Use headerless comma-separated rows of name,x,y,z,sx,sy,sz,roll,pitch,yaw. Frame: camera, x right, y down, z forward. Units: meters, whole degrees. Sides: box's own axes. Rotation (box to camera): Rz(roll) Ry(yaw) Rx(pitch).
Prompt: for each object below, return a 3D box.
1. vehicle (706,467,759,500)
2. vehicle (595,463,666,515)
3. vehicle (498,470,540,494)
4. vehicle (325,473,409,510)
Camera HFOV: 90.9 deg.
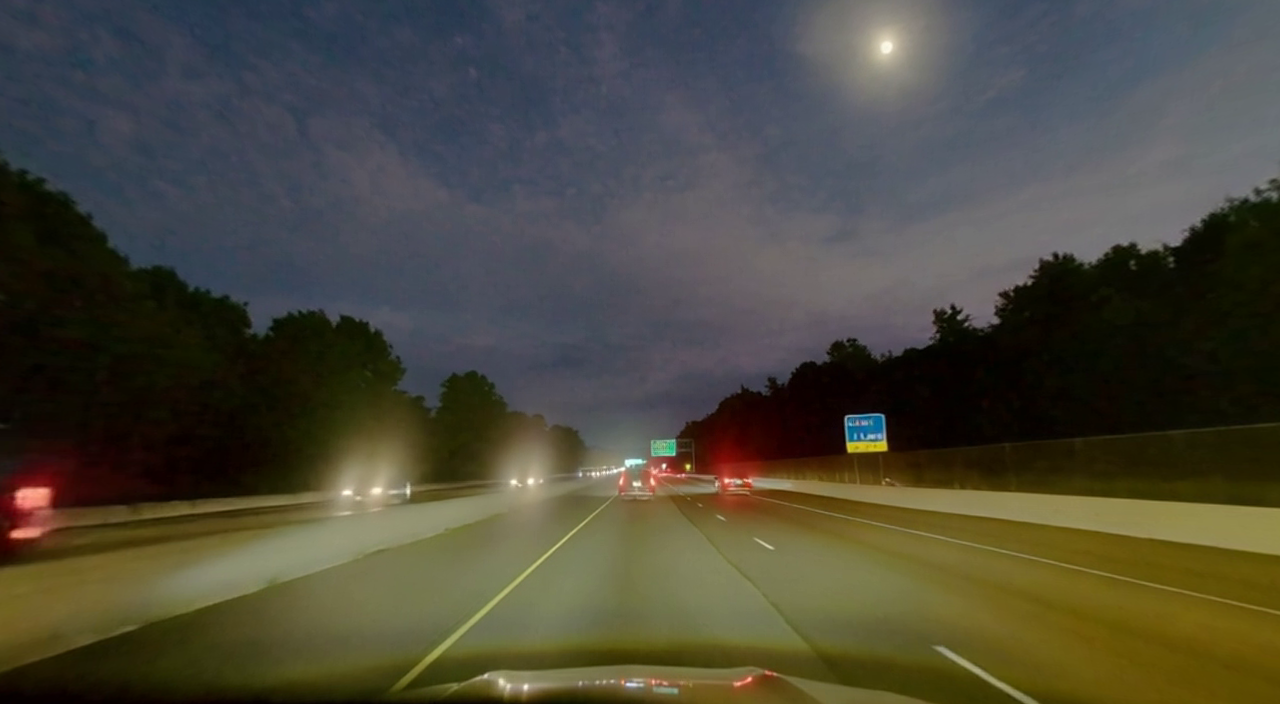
vehicle,4.547,6.550,31.698,1.974,1.476,4.119,1,-10,-1
vehicle,-0.293,4.340,20.254,2.060,1.473,3.726,1,-10,0
vehicle,-8.092,8.751,42.515,1.843,1.448,4.542,1,-10,1
vehicle,-12.084,6.195,28.214,1.880,1.420,4.212,1,-10,0
